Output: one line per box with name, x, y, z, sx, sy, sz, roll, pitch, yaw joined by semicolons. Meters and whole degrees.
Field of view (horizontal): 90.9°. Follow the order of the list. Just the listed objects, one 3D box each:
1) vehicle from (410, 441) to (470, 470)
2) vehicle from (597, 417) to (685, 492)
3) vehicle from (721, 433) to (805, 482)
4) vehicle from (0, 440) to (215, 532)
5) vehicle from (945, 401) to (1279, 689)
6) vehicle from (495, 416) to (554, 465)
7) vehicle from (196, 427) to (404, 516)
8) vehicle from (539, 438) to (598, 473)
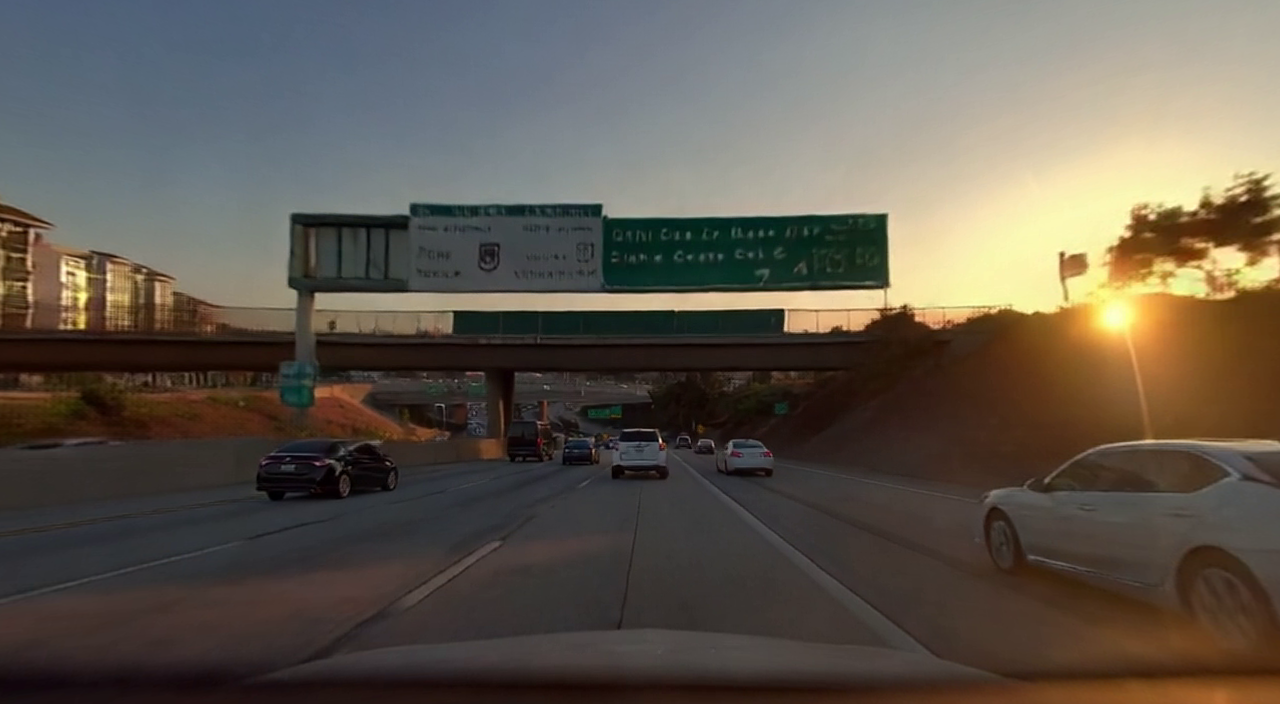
vehicle;-10.930;5.674;34.758;1.923;1.480;3.905;0;-8;1
vehicle;0.060;2.926;18.243;2.209;1.863;4.626;0;-8;1
vehicle;4.029;3.536;21.486;1.942;1.487;4.518;0;-8;0
vehicle;-10.960;2.470;12.373;1.970;1.441;4.555;0;-8;1
vehicle;4.280;1.181;4.489;1.915;1.482;4.537;0;-8;0
vehicle;-7.077;5.569;39.647;2.358;2.817;7.055;0;-8;0
vehicle;-7.148;2.542;13.952;2.021;1.632;4.417;0;-8;2
vehicle;-3.258;4.792;29.542;2.079;1.499;4.512;0;-8;2
